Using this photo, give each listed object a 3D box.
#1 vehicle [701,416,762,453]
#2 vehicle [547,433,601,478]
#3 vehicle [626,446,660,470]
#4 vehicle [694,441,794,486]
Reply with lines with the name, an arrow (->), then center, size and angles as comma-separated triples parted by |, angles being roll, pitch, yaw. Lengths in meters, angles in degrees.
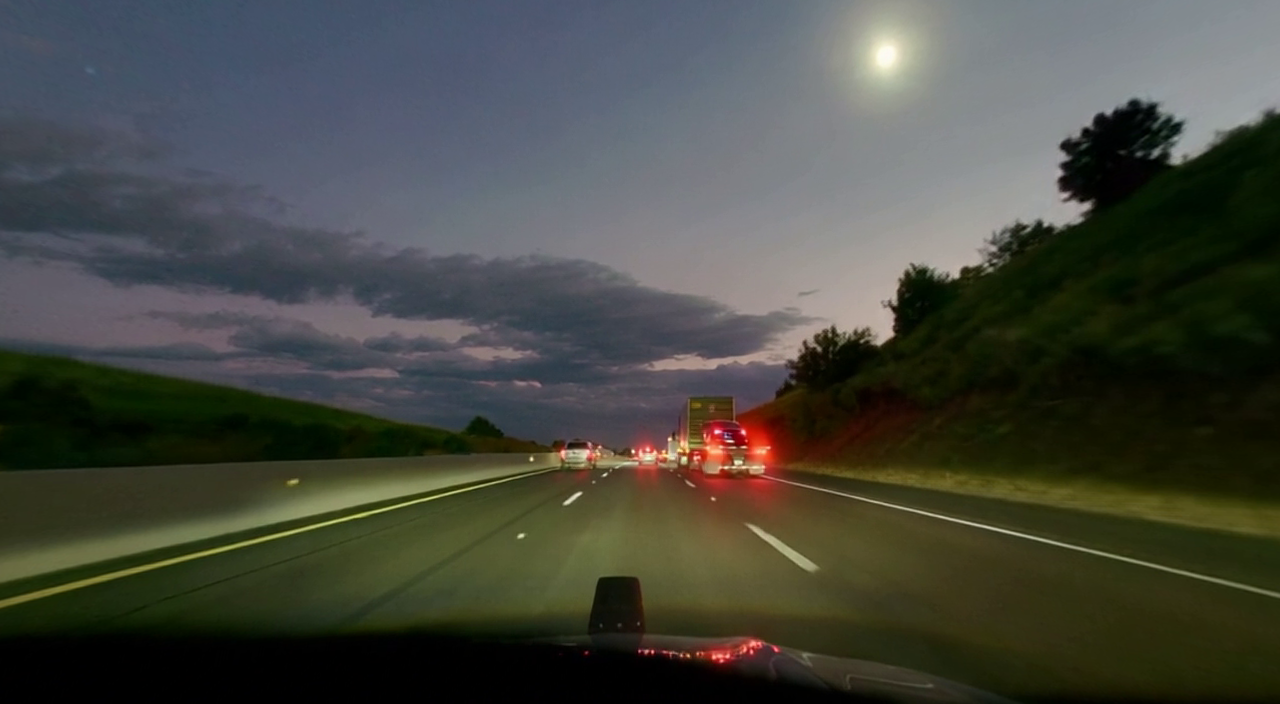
vehicle -> 4.022, 3.776, 28.433 | 1.968, 1.547, 4.215 | 0, -9, -2
vehicle -> -3.188, 5.140, 31.337 | 2.142, 2.044, 4.446 | 0, -9, 1
vehicle -> 0.199, 6.918, 41.167 | 2.086, 1.497, 3.681 | 0, -9, 0
vehicle -> 4.132, 4.749, 27.296 | 2.654, 1.574, 9.537 | 0, -9, -1
